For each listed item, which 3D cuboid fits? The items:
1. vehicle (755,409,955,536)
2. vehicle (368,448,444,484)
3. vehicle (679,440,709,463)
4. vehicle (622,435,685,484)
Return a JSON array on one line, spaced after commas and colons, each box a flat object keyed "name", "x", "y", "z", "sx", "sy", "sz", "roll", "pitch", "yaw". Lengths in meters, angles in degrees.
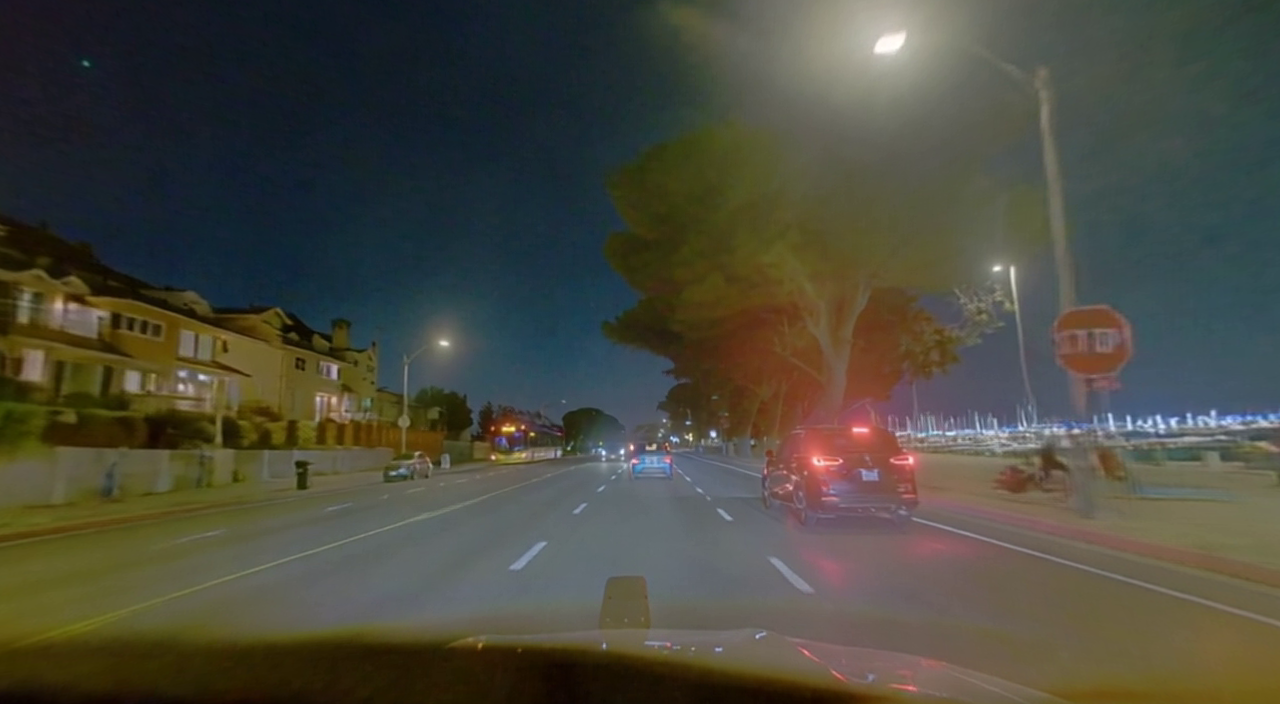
[{"name": "vehicle", "x": 3.499, "y": 2.065, "z": 11.336, "sx": 2.000, "sy": 1.809, "sz": 4.405, "roll": 0, "pitch": -9, "yaw": 0}, {"name": "vehicle", "x": -10.301, "y": 5.023, "z": 28.041, "sx": 1.731, "sy": 1.489, "sz": 3.841, "roll": -1, "pitch": -9, "yaw": 3}, {"name": "vehicle", "x": 4.025, "y": 7.461, "z": 47.374, "sx": 1.876, "sy": 1.626, "sz": 3.851, "roll": 0, "pitch": -9, "yaw": -1}, {"name": "vehicle", "x": 0.443, "y": 3.937, "z": 23.236, "sx": 2.132, "sy": 1.632, "sz": 3.838, "roll": 0, "pitch": -9, "yaw": 0}]
